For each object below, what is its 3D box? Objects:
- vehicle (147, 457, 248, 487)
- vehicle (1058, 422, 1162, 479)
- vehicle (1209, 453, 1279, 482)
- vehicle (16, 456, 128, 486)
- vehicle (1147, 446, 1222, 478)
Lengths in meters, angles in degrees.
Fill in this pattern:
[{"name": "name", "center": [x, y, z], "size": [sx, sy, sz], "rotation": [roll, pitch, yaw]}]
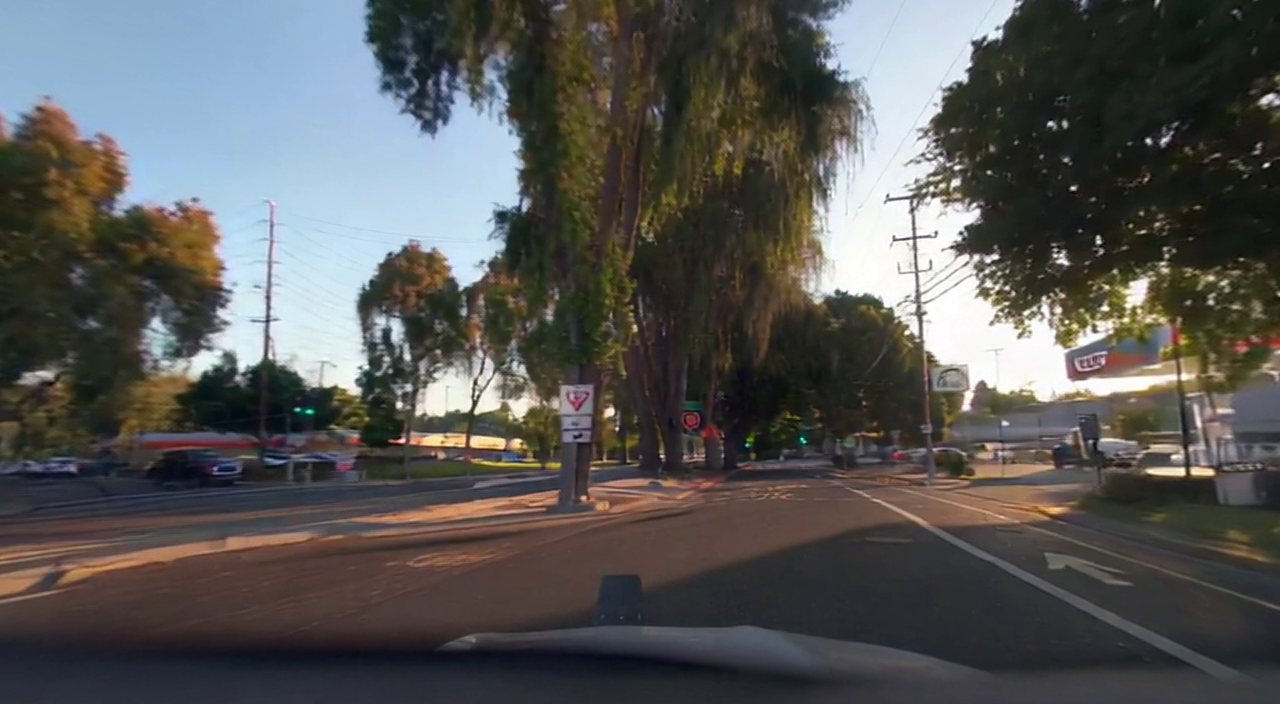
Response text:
[{"name": "vehicle", "center": [-24.658, 6.649, 35.245], "size": [4.353, 1.486, 1.991], "rotation": [-1, -8, 10]}, {"name": "vehicle", "center": [26.690, 5.605, 36.218], "size": [2.642, 2.930, 5.826], "rotation": [-2, -8, 15]}, {"name": "vehicle", "center": [34.288, 6.384, 35.211], "size": [2.113, 1.461, 3.997], "rotation": [-2, -8, 14]}, {"name": "vehicle", "center": [-32.655, 6.823, 36.379], "size": [4.538, 1.545, 2.021], "rotation": [0, -8, 2]}, {"name": "vehicle", "center": [37.461, 7.621, 43.604], "size": [2.140, 1.823, 4.721], "rotation": [2, -12, 17]}]
